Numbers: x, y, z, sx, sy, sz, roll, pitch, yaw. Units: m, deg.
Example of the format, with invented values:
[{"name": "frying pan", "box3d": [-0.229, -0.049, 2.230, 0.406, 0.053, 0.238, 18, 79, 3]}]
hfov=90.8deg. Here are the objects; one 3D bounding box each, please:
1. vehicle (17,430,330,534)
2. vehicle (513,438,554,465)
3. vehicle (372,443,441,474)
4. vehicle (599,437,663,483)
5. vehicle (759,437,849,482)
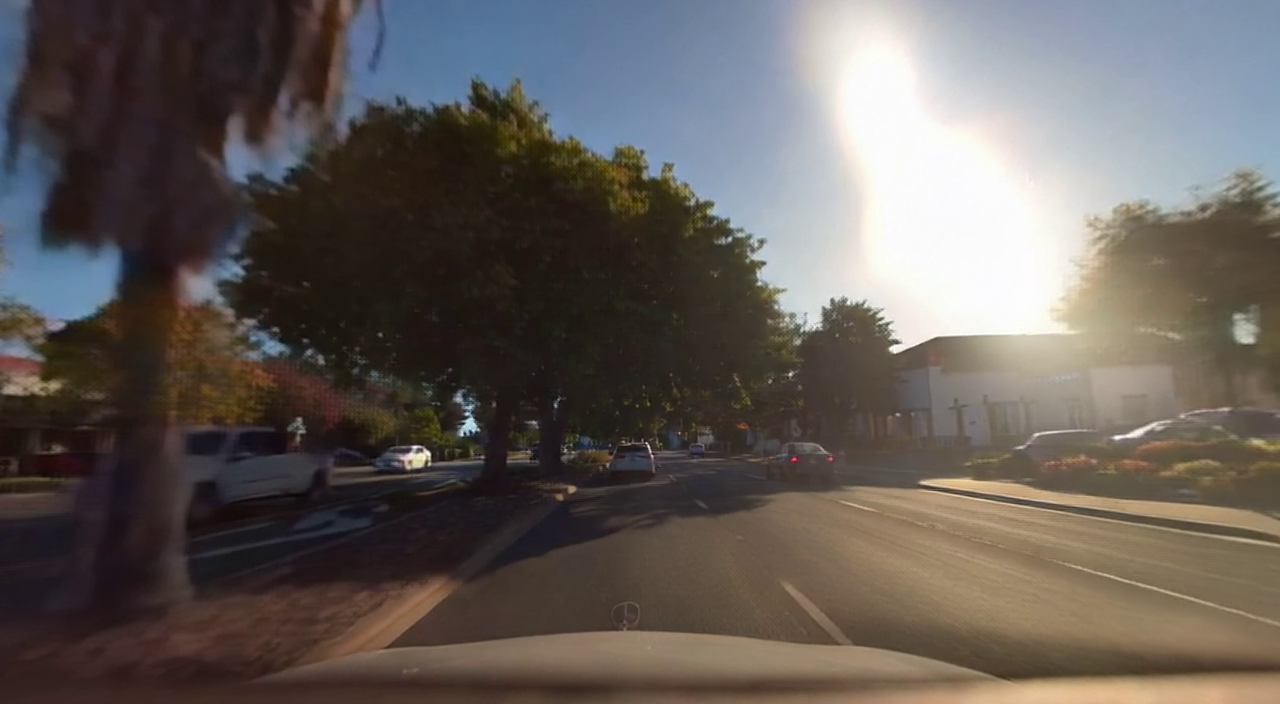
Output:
[{"name": "vehicle", "box3d": [-8.285, 2.336, 12.093, 2.049, 1.543, 5.131, 0, -9, 0]}, {"name": "vehicle", "box3d": [-7.137, 6.743, 42.851, 2.156, 1.702, 4.379, 0, -9, -2]}, {"name": "vehicle", "box3d": [-11.943, 5.479, 32.626, 1.833, 1.464, 4.463, 0, -9, 0]}, {"name": "vehicle", "box3d": [-0.330, 3.874, 22.897, 2.106, 1.496, 3.964, 0, -9, -1]}, {"name": "vehicle", "box3d": [6.364, 4.231, 25.131, 2.244, 1.618, 4.585, 0, -9, -2]}]
